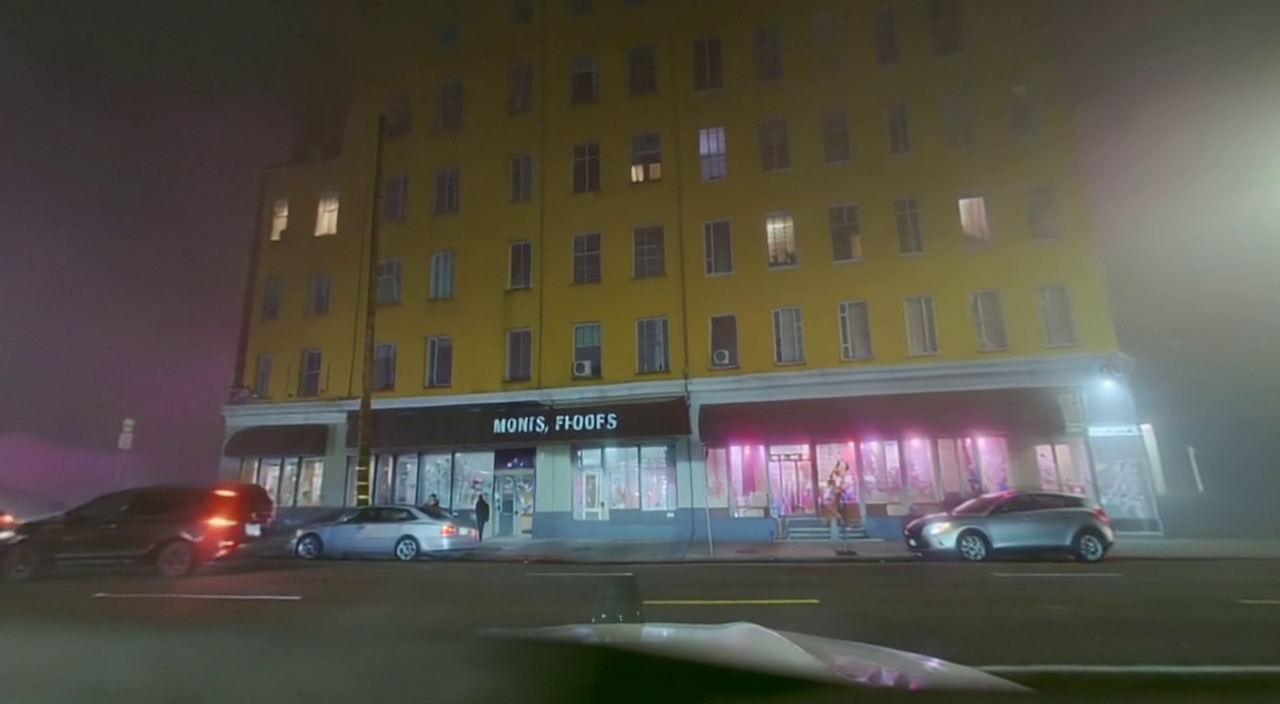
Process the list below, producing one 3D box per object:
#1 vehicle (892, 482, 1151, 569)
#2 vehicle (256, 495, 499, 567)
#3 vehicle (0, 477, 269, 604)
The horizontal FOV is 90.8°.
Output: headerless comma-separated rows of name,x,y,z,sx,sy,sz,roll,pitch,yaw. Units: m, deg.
vehicle,8.208,3.772,13.989,4.410,1.687,1.834,-1,-10,3
vehicle,-5.932,4.088,14.654,4.830,1.421,1.826,-1,-10,5
vehicle,-7.980,2.547,8.997,4.330,1.458,1.932,-2,-10,10
